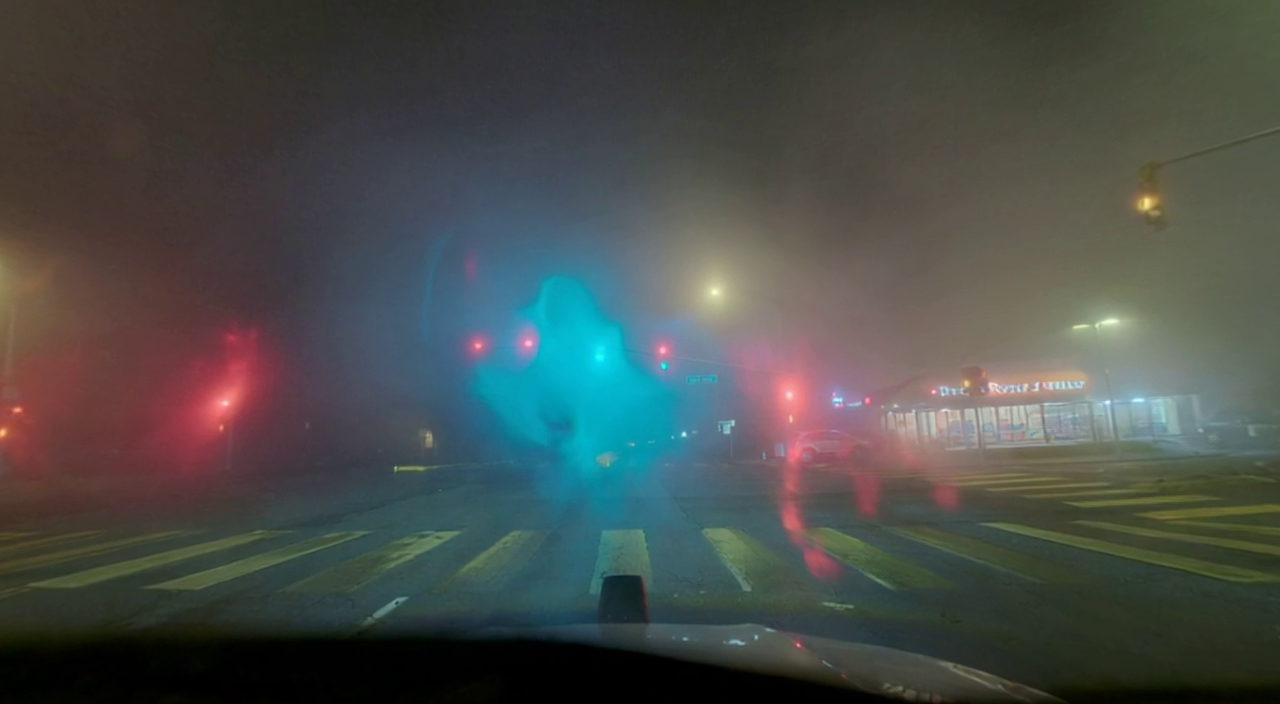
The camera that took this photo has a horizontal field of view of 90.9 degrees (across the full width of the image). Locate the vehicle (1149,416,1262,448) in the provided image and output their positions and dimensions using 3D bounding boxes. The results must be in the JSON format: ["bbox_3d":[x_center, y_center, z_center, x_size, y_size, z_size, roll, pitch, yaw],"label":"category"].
[{"bbox_3d":[28.270,4.070,31.714,1.799,1.459,4.266,-1,-8,3],"label":"vehicle"}]
